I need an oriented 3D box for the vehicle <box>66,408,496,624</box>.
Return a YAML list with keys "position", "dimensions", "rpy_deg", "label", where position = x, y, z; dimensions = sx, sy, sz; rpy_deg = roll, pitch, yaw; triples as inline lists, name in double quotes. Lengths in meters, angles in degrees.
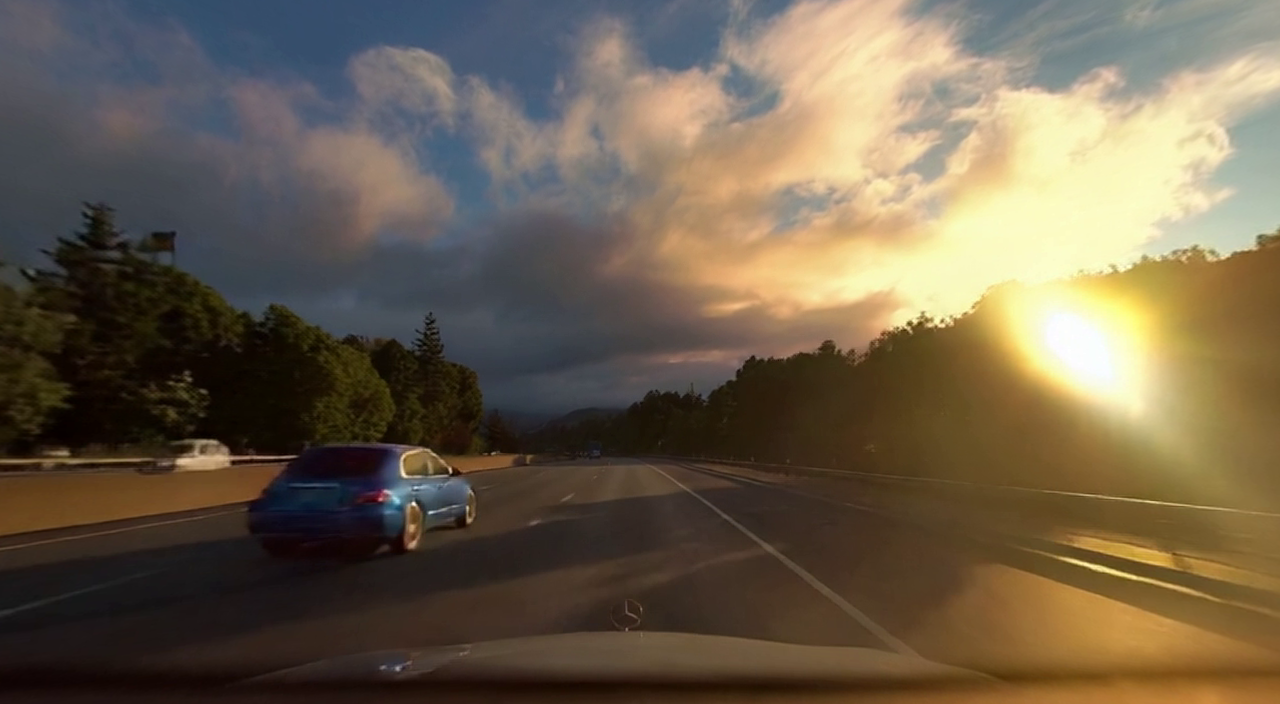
- position: [-3.383, 1.661, 7.420]
  dimensions: [2.279, 1.683, 4.726]
  rpy_deg: [0, -9, 0]
  label: "vehicle"
